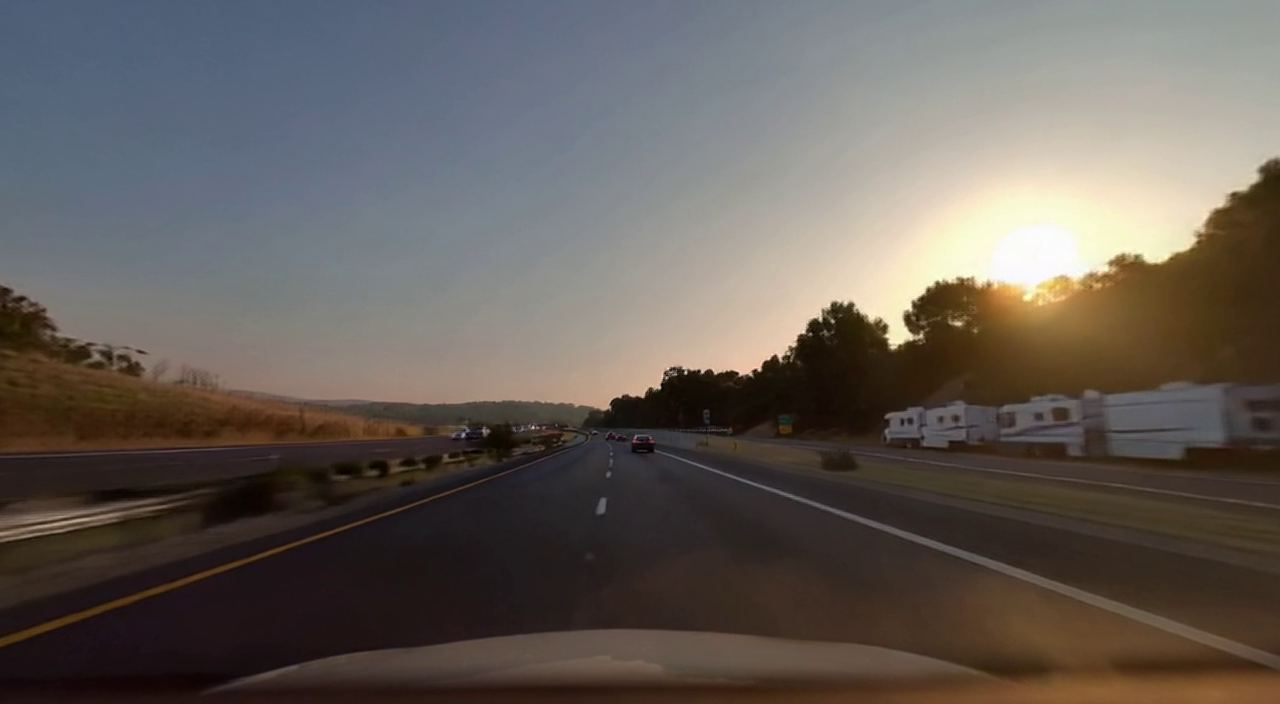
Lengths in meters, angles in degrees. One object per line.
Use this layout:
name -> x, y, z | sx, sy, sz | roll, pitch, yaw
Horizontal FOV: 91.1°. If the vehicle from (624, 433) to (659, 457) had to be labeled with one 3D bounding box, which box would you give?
vehicle -> 0.053, 6.062, 41.128 | 2.037, 1.504, 4.248 | 0, -8, -3
